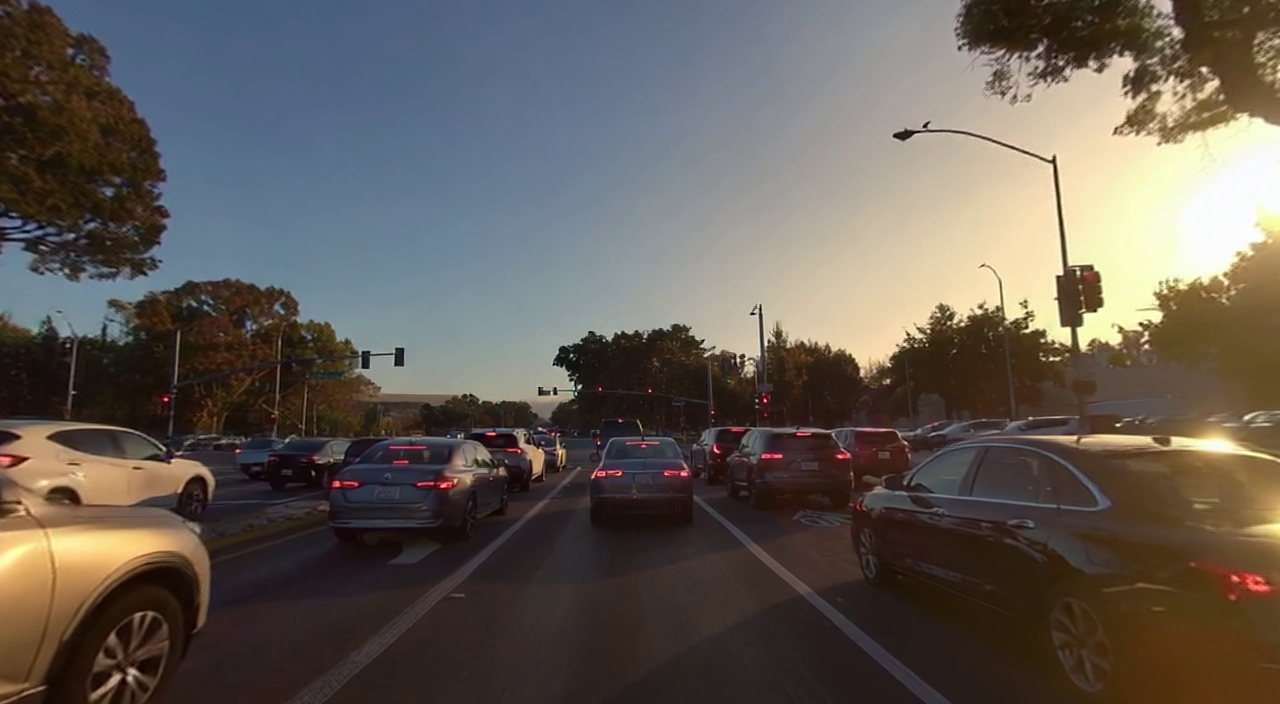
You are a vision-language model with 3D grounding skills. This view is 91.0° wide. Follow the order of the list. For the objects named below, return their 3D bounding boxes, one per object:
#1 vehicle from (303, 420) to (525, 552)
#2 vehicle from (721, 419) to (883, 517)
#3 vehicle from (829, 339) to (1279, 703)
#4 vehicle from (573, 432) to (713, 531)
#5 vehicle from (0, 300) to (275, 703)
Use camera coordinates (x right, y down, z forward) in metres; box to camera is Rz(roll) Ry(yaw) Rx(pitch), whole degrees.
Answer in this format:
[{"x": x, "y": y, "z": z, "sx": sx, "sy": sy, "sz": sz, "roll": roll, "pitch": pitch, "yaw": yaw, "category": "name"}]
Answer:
[{"x": -3.078, "y": 1.909, "z": 9.690, "sx": 1.896, "sy": 1.546, "sz": 4.378, "roll": 0, "pitch": -8, "yaw": -2, "category": "vehicle"}, {"x": 3.049, "y": 2.294, "z": 12.898, "sx": 2.106, "sy": 1.667, "sz": 4.101, "roll": 0, "pitch": -8, "yaw": -2, "category": "vehicle"}, {"x": 3.151, "y": 1.104, "z": 4.595, "sx": 2.074, "sy": 1.685, "sz": 4.387, "roll": 0, "pitch": -8, "yaw": -1, "category": "vehicle"}, {"x": -0.022, "y": 2.199, "z": 11.282, "sx": 2.076, "sy": 1.438, "sz": 3.770, "roll": 0, "pitch": -8, "yaw": -2, "category": "vehicle"}, {"x": -3.194, "y": 0.604, "z": 1.405, "sx": 2.079, "sy": 1.756, "sz": 4.676, "roll": 0, "pitch": -8, "yaw": -2, "category": "vehicle"}]
